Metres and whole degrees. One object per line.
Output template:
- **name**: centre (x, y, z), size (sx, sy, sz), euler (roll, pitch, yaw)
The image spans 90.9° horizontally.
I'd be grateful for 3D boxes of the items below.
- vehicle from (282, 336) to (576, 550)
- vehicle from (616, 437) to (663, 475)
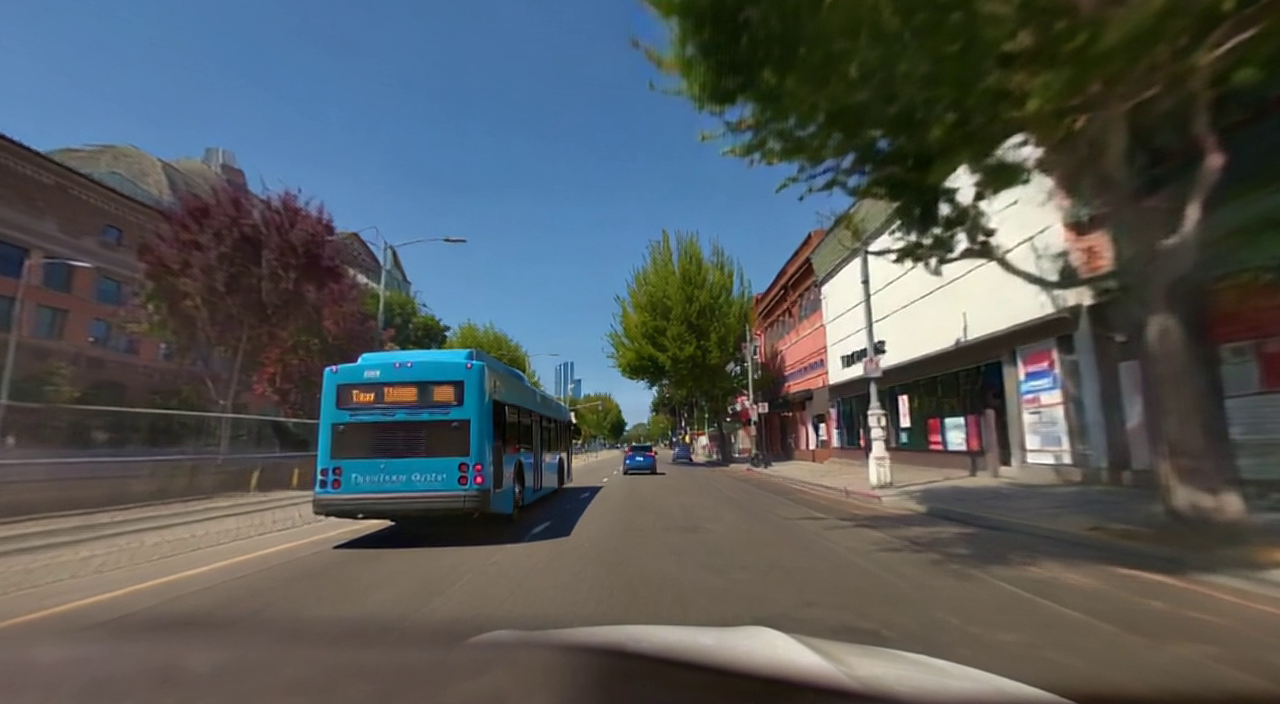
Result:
- **vehicle**: centre (-3.270, 1.819, 12.844), size (2.920, 2.884, 8.588), euler (0, -8, 1)
- **vehicle**: centre (0.003, 5.009, 30.593), size (2.120, 1.727, 3.917), euler (0, -8, 0)
